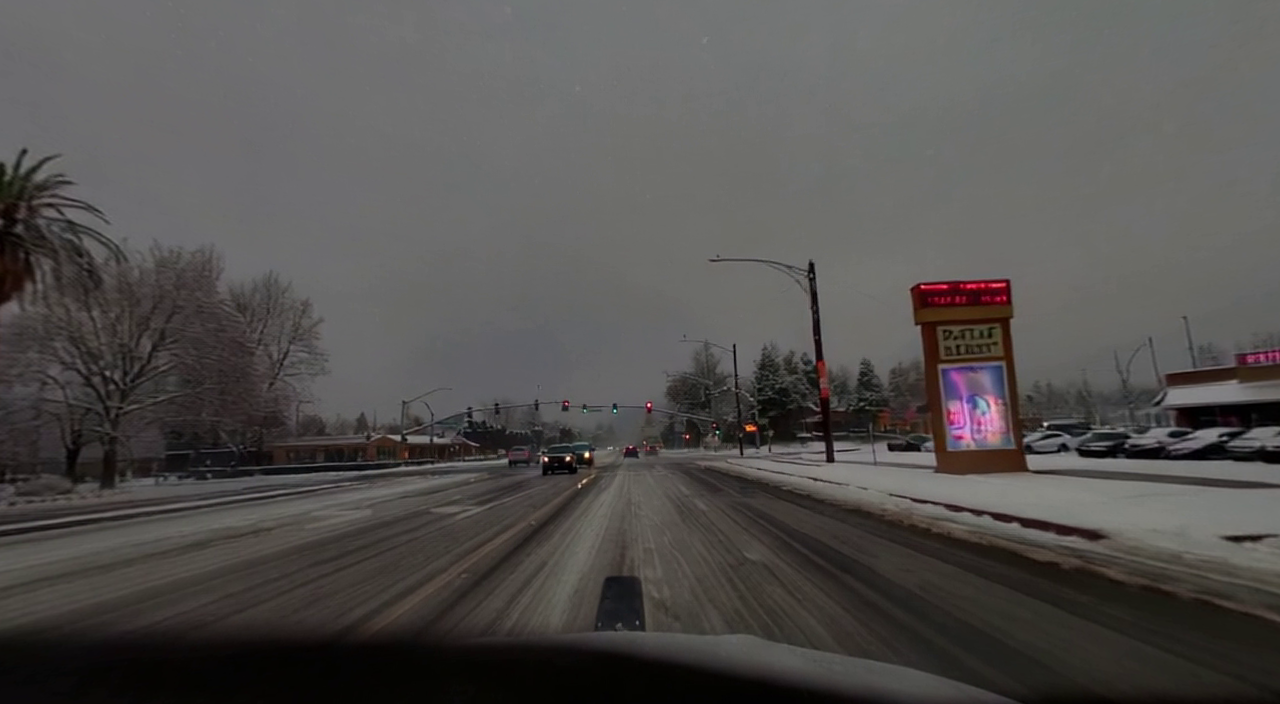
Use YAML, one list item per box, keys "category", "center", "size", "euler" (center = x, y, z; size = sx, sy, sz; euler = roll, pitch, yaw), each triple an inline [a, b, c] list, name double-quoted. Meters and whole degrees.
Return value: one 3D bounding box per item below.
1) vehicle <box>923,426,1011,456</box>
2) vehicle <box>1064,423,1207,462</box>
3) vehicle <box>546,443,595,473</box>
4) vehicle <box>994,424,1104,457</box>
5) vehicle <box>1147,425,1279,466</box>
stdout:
- category: "vehicle"
  center: [20.860, 5.708, 40.413]
  size: [4.753, 1.809, 2.016]
  euler: [-5, -9, 28]
- category: "vehicle"
  center: [21.450, 3.988, 27.635]
  size: [4.505, 1.584, 2.015]
  euler: [-5, -10, 27]
- category: "vehicle"
  center: [-3.649, 5.680, 34.030]
  size: [2.181, 1.483, 4.123]
  euler: [0, -9, 0]
- category: "vehicle"
  center: [21.656, 4.750, 33.695]
  size: [4.600, 1.677, 1.980]
  euler: [-5, -10, 26]
- category: "vehicle"
  center: [22.436, 3.547, 23.904]
  size: [4.620, 1.445, 1.909]
  euler: [-5, -10, 26]
